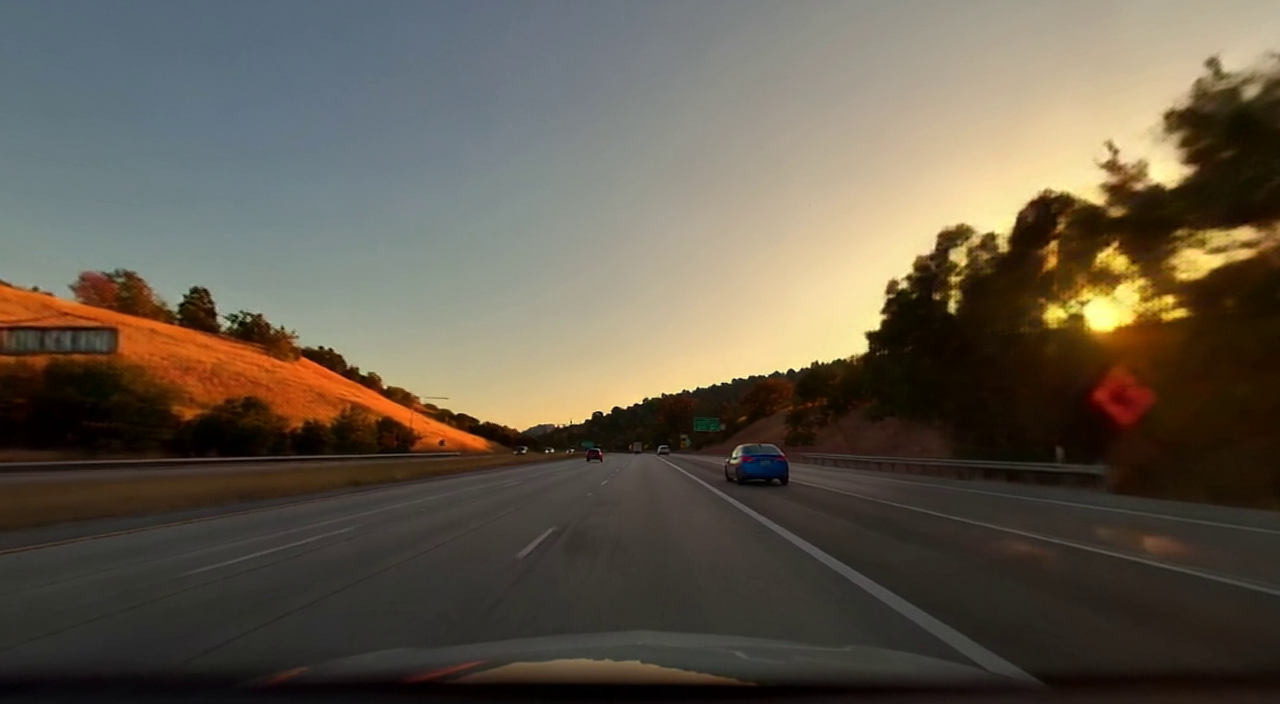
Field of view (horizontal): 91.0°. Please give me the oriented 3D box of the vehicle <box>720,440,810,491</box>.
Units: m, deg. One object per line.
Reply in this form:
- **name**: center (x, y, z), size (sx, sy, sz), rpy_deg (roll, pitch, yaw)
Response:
- **vehicle**: center (3.989, 3.722, 20.937), size (2.033, 1.501, 4.398), rpy_deg (0, -9, -1)
